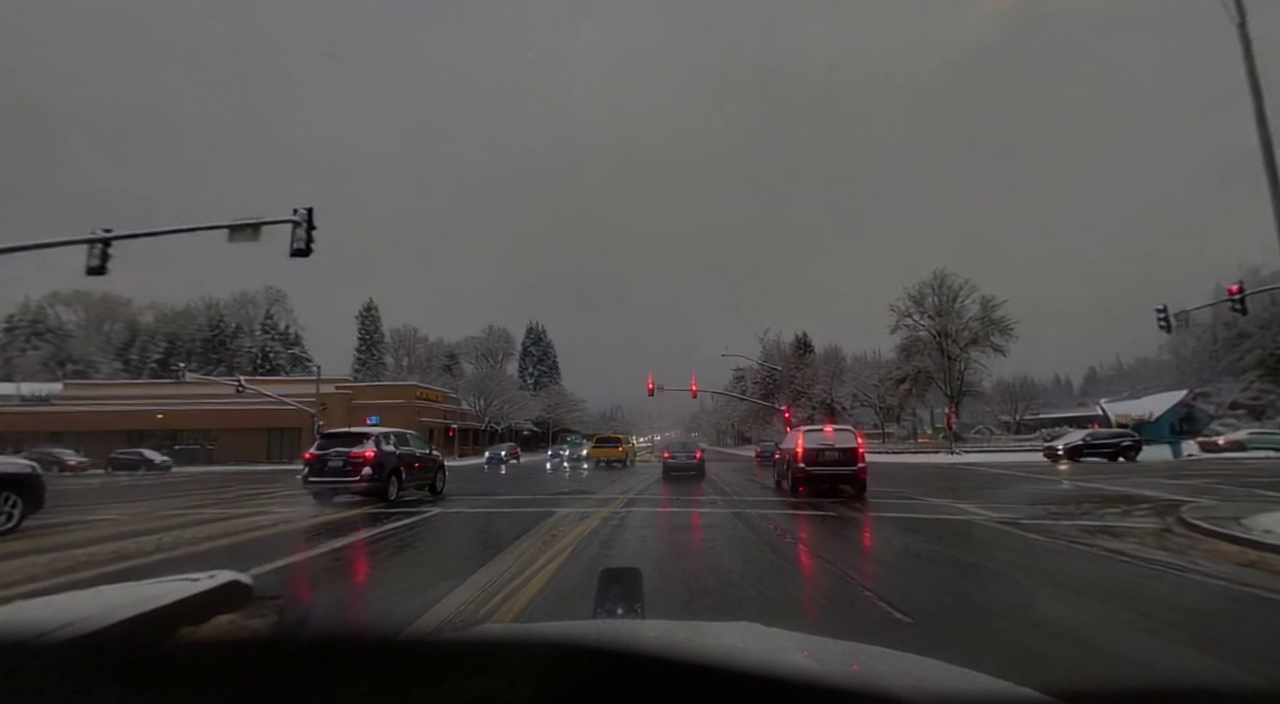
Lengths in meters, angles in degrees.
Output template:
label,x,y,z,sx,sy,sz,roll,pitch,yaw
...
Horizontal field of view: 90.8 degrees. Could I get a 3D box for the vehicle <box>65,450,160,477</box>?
label,x,y,z,sx,sy,sz,roll,pitch,yaw
vehicle,-34.797,7.339,41.695,4.942,1.602,2.111,-2,-8,13

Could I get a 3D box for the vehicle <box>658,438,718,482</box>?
label,x,y,z,sx,sy,sz,roll,pitch,yaw
vehicle,1.868,4.034,23.917,2.057,1.492,3.825,-1,-8,6

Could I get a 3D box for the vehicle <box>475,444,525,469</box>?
label,x,y,z,sx,sy,sz,roll,pitch,yaw
vehicle,-9.852,7.278,44.193,2.041,1.660,4.371,5,-10,-31

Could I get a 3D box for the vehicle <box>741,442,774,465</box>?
label,x,y,z,sx,sy,sz,roll,pitch,yaw
vehicle,8.414,7.259,45.411,2.149,1.532,4.168,-2,-8,8

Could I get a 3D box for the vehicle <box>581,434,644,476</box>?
label,x,y,z,sx,sy,sz,roll,pitch,yaw
vehicle,-1.146,4.670,28.796,2.088,1.746,4.650,-1,-8,8

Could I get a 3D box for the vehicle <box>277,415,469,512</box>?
label,x,y,z,sx,sy,sz,roll,pitch,yaw
vehicle,-5.883,2.529,14.746,2.127,1.888,4.637,-1,-8,5

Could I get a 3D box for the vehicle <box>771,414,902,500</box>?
label,x,y,z,sx,sy,sz,roll,pitch,yaw
vehicle,5.029,2.790,17.108,2.267,1.931,5.145,-1,-8,5

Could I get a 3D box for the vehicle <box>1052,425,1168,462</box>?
label,x,y,z,sx,sy,sz,roll,pitch,yaw
vehicle,25.729,5.053,34.753,4.557,1.848,2.008,-2,-9,8
